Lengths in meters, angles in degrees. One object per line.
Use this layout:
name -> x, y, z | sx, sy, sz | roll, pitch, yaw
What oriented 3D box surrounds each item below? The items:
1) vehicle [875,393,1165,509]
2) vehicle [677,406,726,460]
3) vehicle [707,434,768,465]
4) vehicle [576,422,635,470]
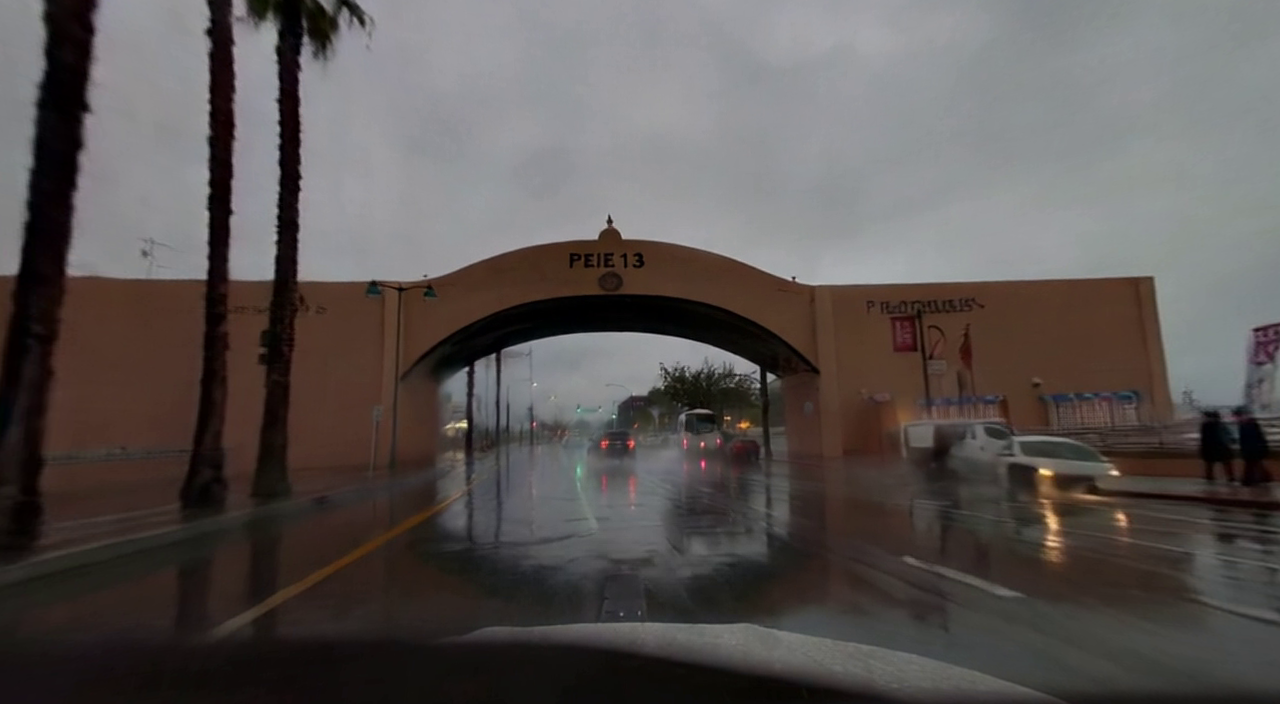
vehicle -> 7.878, 2.175, 14.167 | 2.417, 2.030, 5.711 | 1, -8, -7
vehicle -> 4.102, 5.477, 42.734 | 2.821, 3.470, 3.590 | 0, -8, -1
vehicle -> 5.083, 5.174, 33.577 | 2.015, 1.486, 4.501 | 1, -8, -7
vehicle -> -1.779, 4.426, 29.817 | 2.284, 2.010, 6.670 | 1, -8, -7
